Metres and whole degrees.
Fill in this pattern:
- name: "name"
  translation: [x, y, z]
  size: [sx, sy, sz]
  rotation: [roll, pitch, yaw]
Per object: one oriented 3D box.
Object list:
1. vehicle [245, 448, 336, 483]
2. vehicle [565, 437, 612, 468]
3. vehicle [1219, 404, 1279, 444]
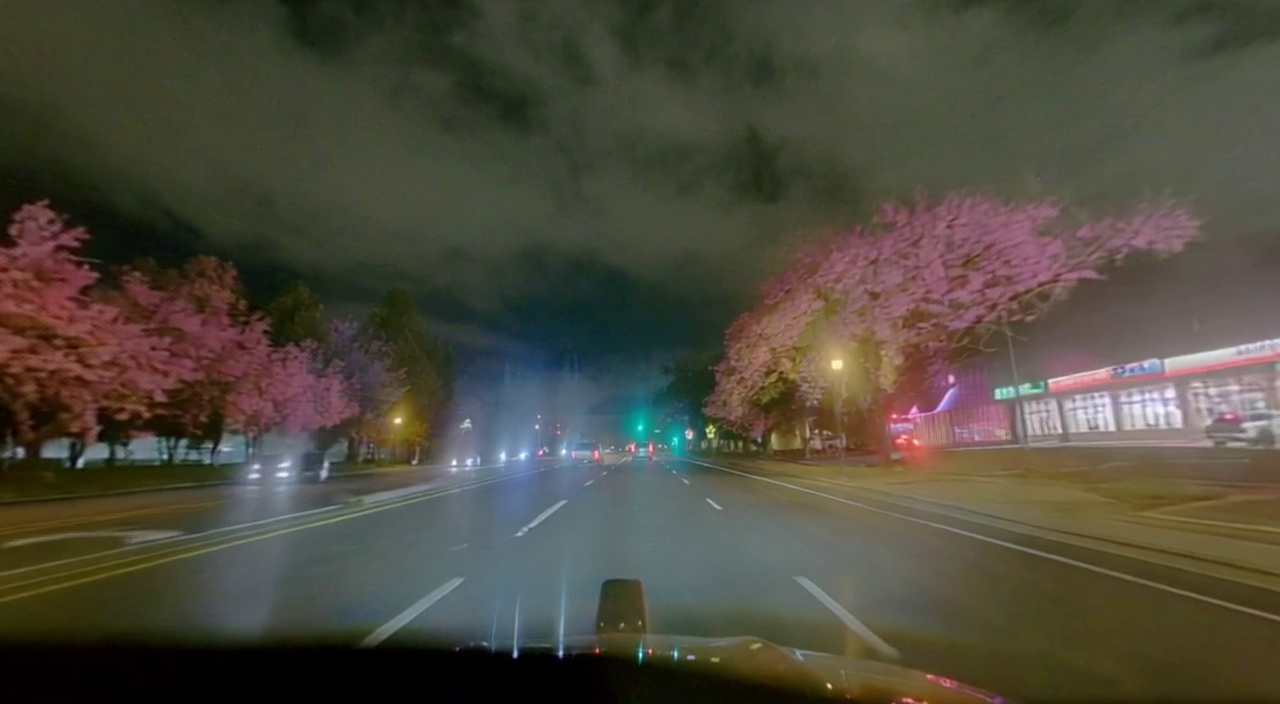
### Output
- name: "vehicle"
  translation: [-18.211, 5.900, 32.999]
  size: [2.111, 1.702, 4.543]
  rotation: [0, -8, 0]
- name: "vehicle"
  translation: [-3.205, 6.370, 39.917]
  size: [2.453, 1.844, 4.751]
  rotation: [0, -8, 2]
- name: "vehicle"
  translation: [27.385, 3.164, 27.186]
  size: [4.677, 1.583, 1.955]
  rotation: [5, -10, -30]
